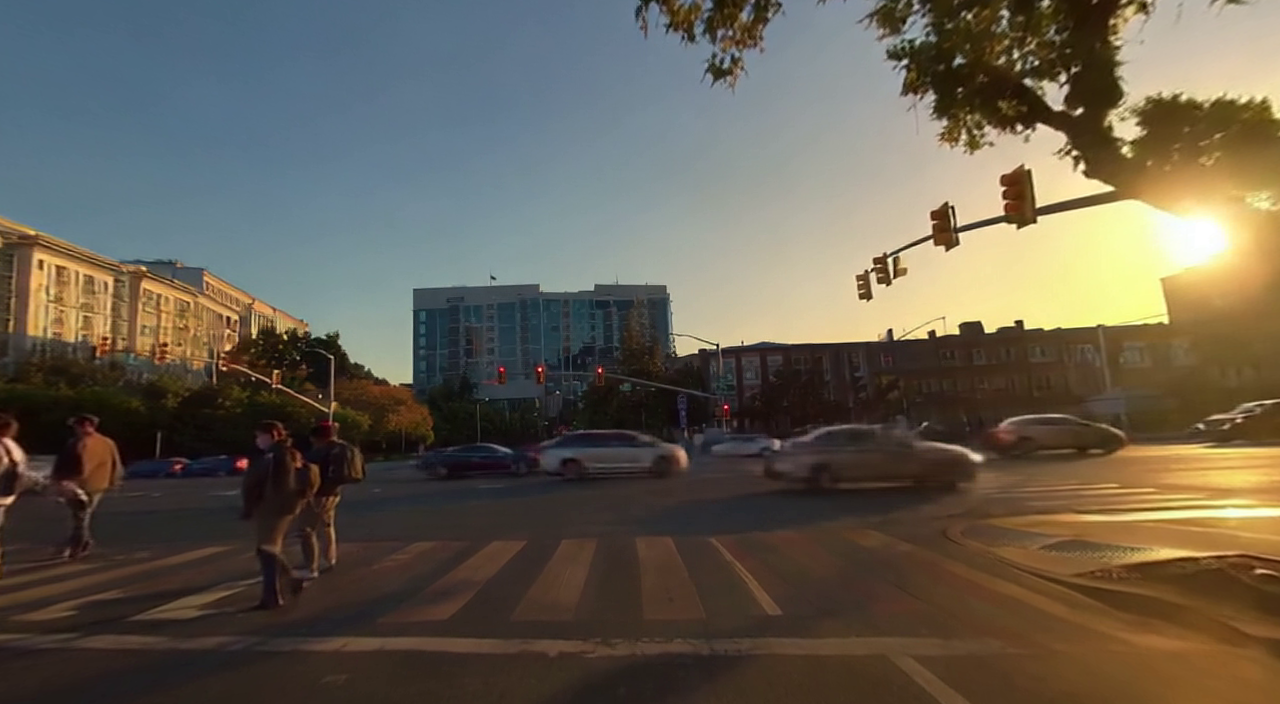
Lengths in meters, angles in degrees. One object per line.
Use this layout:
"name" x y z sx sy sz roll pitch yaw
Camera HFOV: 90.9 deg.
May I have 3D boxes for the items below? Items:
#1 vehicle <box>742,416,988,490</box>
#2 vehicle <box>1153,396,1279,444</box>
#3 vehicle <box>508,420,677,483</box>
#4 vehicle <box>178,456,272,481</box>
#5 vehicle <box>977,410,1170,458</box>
"vehicle" 4.696 2.222 13.864 4.715 1.472 1.905 -1 -9 6
"vehicle" 23.561 2.692 24.638 4.987 1.780 1.996 -1 -9 6
"vehicle" -1.295 2.950 18.695 4.673 1.740 2.150 -1 -9 6
"vehicle" -26.211 7.359 39.895 4.785 1.472 1.799 -1 -9 4
"vehicle" 14.075 2.736 20.757 4.793 1.473 1.878 -1 -9 7
